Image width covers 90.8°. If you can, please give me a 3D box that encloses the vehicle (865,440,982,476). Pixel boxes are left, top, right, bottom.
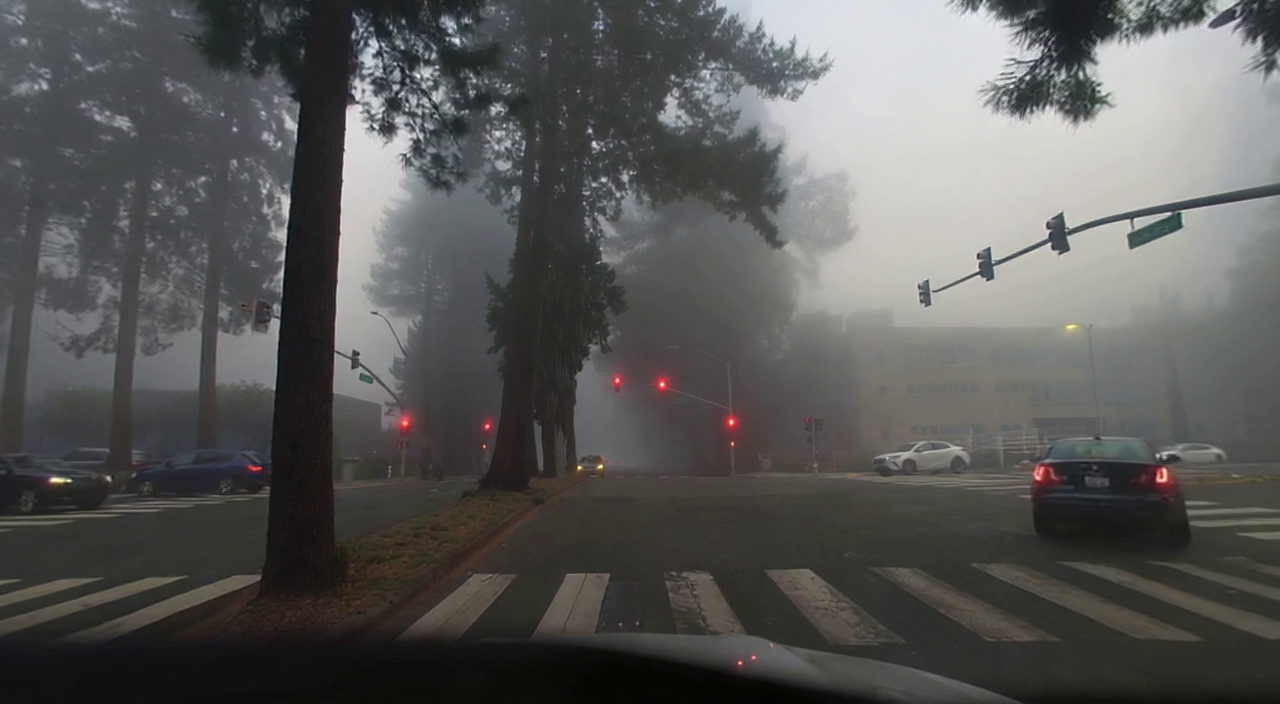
[{"bbox_3d":[15.659,5.885,35.149,5.220,1.897,2.596,0,-8,0],"label":"vehicle"}]

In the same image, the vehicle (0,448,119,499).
[{"bbox_3d":[-22.612,4.418,23.256,4.748,1.727,2.325,0,-8,1],"label":"vehicle"}]

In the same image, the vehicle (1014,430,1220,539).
[{"bbox_3d":[8.697,2.222,11.366,4.492,1.536,2.189,8,-12,-44],"label":"vehicle"}]

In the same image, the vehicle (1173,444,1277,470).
[{"bbox_3d":[35.360,6.349,38.273,4.294,1.499,1.958,0,-8,0],"label":"vehicle"}]

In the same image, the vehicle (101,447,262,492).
[{"bbox_3d":[-19.173,4.944,26.653,4.798,1.763,2.536,0,-10,0],"label":"vehicle"}]
